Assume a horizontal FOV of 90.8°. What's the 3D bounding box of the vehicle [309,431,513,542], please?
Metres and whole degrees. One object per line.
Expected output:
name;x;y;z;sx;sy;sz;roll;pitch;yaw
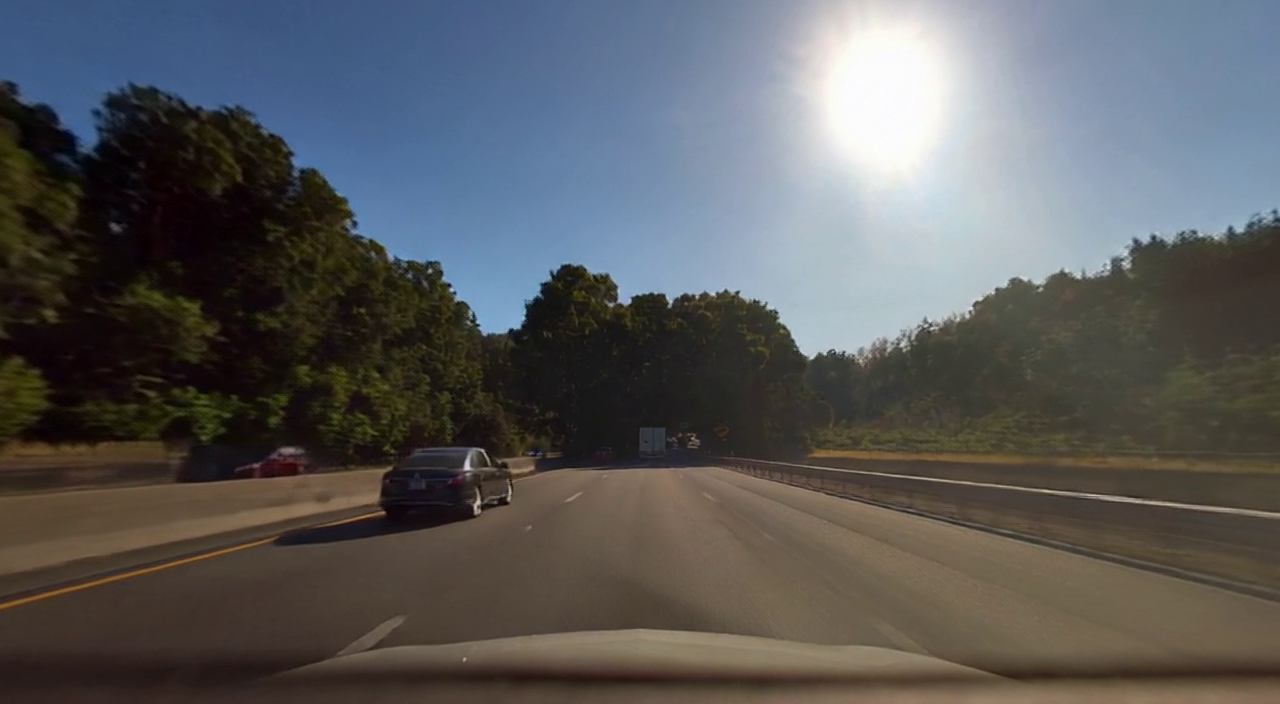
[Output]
vehicle;-3.811;2.317;11.478;2.057;1.618;4.212;0;-9;1

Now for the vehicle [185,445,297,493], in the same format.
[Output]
vehicle;-16.285;4.780;26.033;1.871;1.782;4.055;0;-9;1
